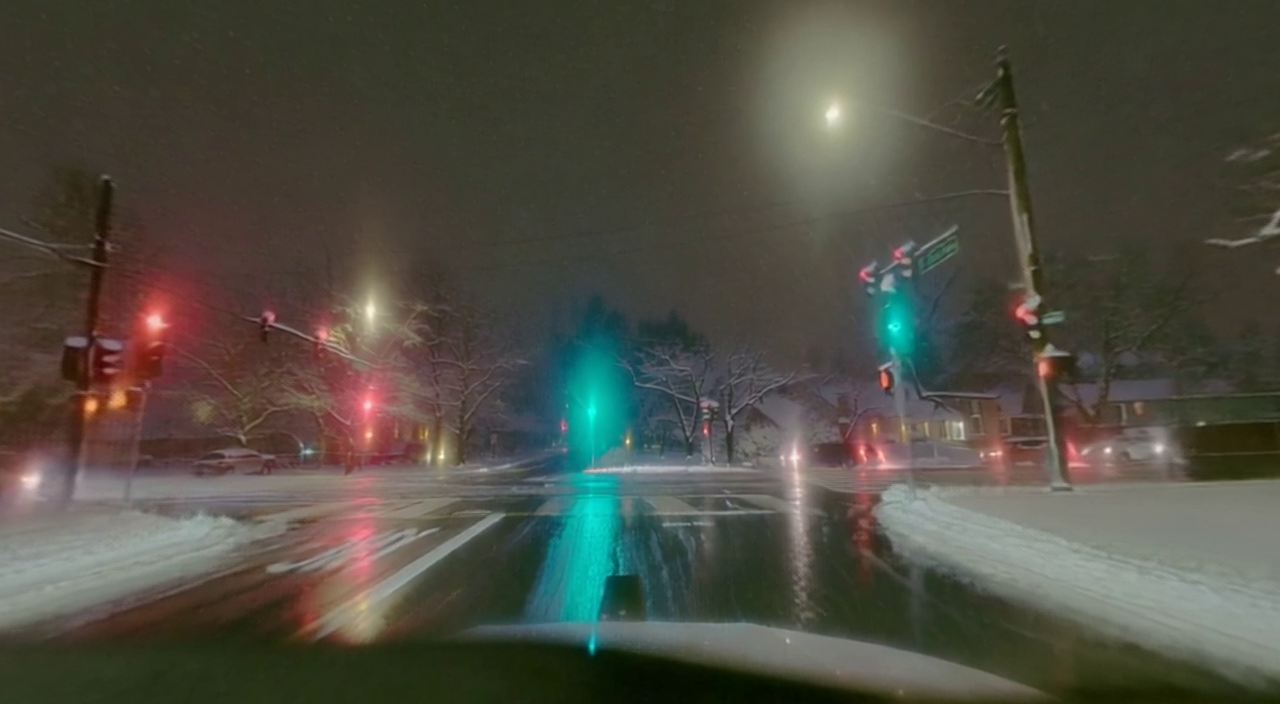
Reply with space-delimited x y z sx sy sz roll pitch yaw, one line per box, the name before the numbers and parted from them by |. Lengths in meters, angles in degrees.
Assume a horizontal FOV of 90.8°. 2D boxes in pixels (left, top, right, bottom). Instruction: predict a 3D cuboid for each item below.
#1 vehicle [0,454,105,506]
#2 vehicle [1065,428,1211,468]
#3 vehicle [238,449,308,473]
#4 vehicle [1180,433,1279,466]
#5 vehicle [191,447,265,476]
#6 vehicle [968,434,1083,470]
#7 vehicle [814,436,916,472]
vehicle | -19.849 3.905 19.510 4.989 1.442 1.940 -1 -8 4
vehicle | 21.401 4.148 27.331 4.510 1.673 2.030 0 -8 1
vehicle | -24.262 7.188 41.937 1.817 1.488 4.631 0 -8 0
vehicle | 29.146 4.653 30.229 4.692 1.478 1.886 -1 -8 3
vehicle | -27.184 7.184 41.834 1.967 1.779 4.159 -1 -8 2
vehicle | 18.878 4.915 31.115 4.326 1.672 1.903 0 -8 2
vehicle | 9.800 4.487 27.749 3.815 1.504 1.790 0 -8 2
